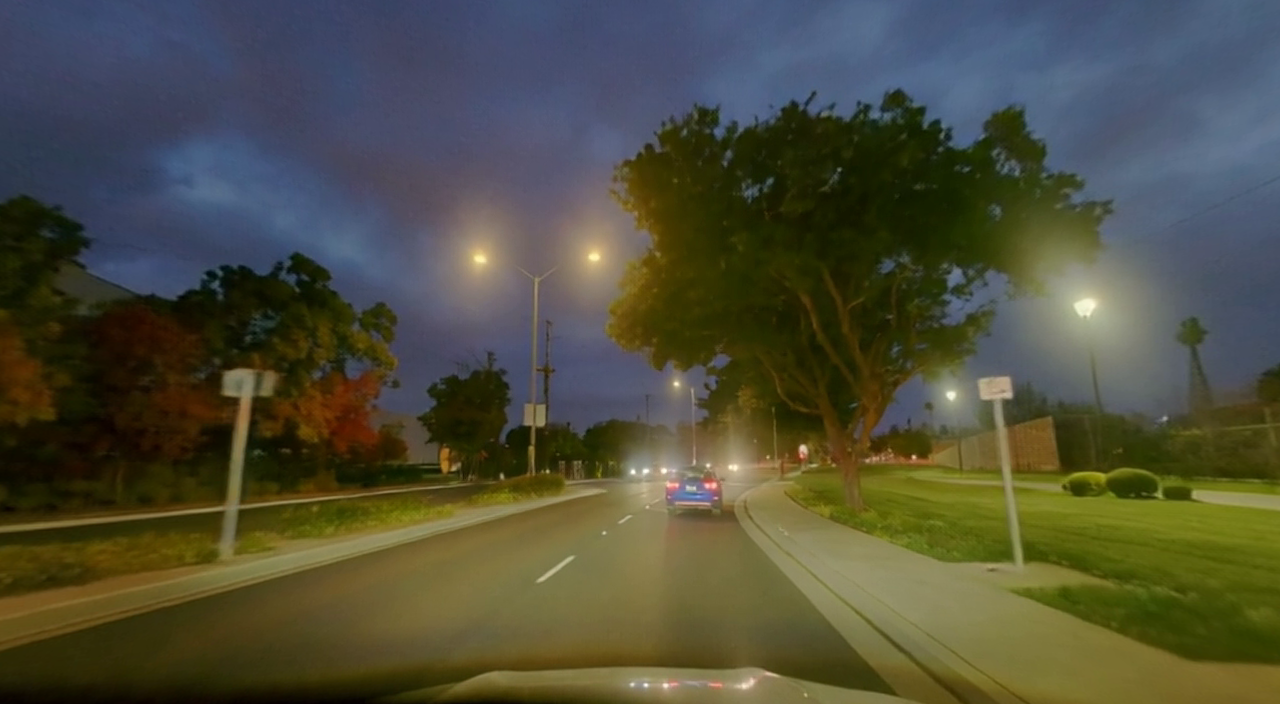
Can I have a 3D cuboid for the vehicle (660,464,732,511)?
[{"bbox_3d":[1.941,4.257,20.182,1.972,1.250,5.282,-1,-11,8],"label":"vehicle"}]
